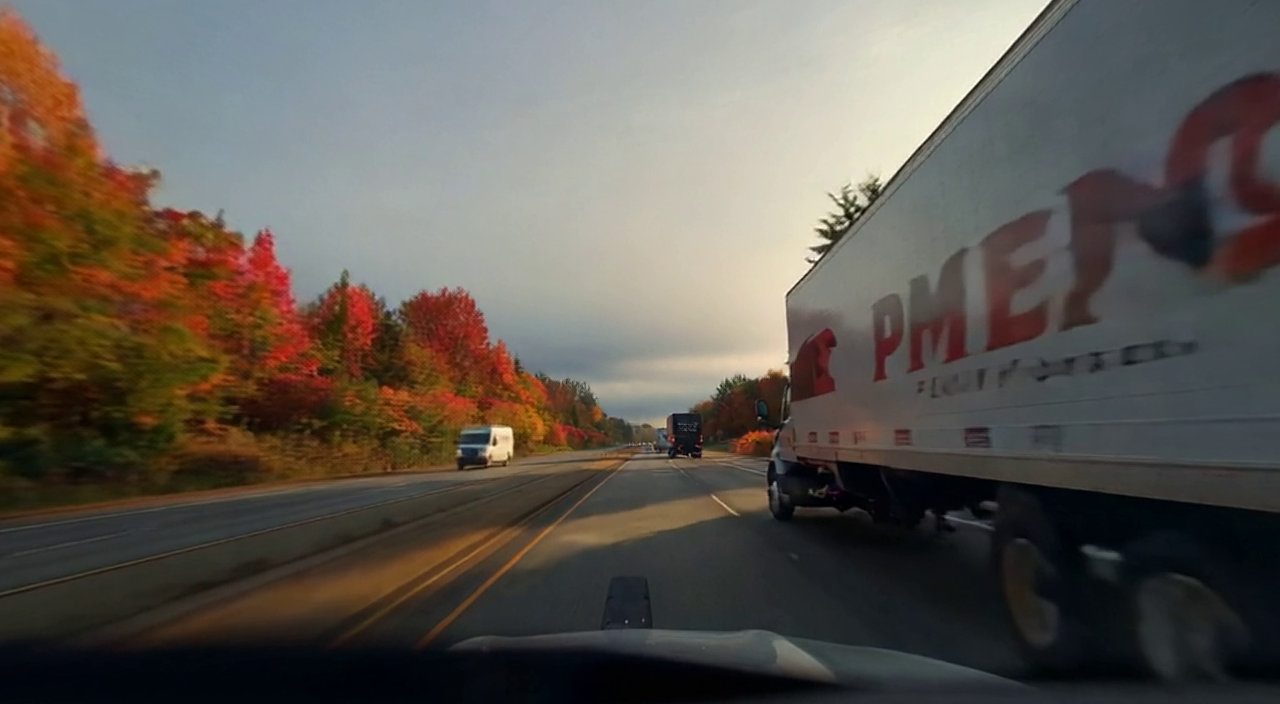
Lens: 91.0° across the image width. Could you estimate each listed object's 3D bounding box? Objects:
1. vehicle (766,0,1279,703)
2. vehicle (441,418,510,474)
[{"bbox_3d":[4.107,0.193,5.750,2.911,4.117,14.683,0,-8,0],"label":"vehicle"},{"bbox_3d":[-11.127,6.450,43.321,2.698,3.465,7.279,0,-8,1],"label":"vehicle"}]
